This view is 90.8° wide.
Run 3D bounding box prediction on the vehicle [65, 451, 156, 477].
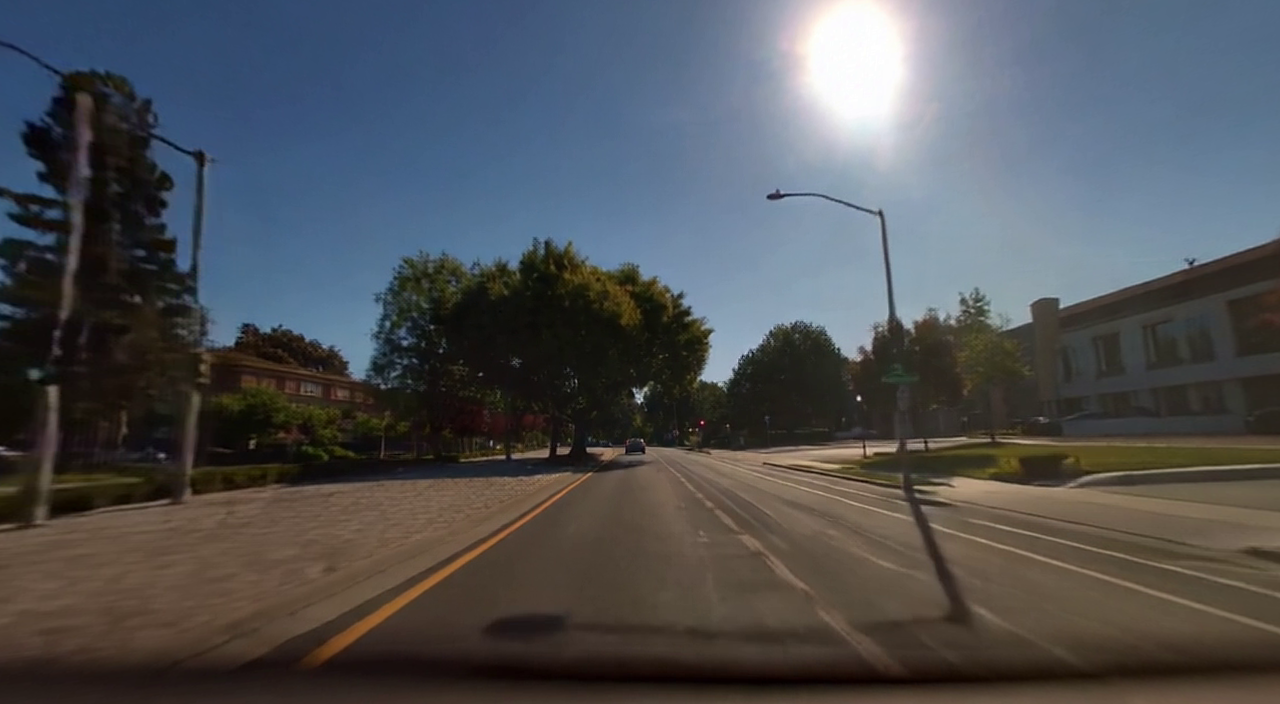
[{"bbox_3d":[-37.752,8.001,45.128,4.648,1.491,1.939,-3,-8,-5],"label":"vehicle"}]
